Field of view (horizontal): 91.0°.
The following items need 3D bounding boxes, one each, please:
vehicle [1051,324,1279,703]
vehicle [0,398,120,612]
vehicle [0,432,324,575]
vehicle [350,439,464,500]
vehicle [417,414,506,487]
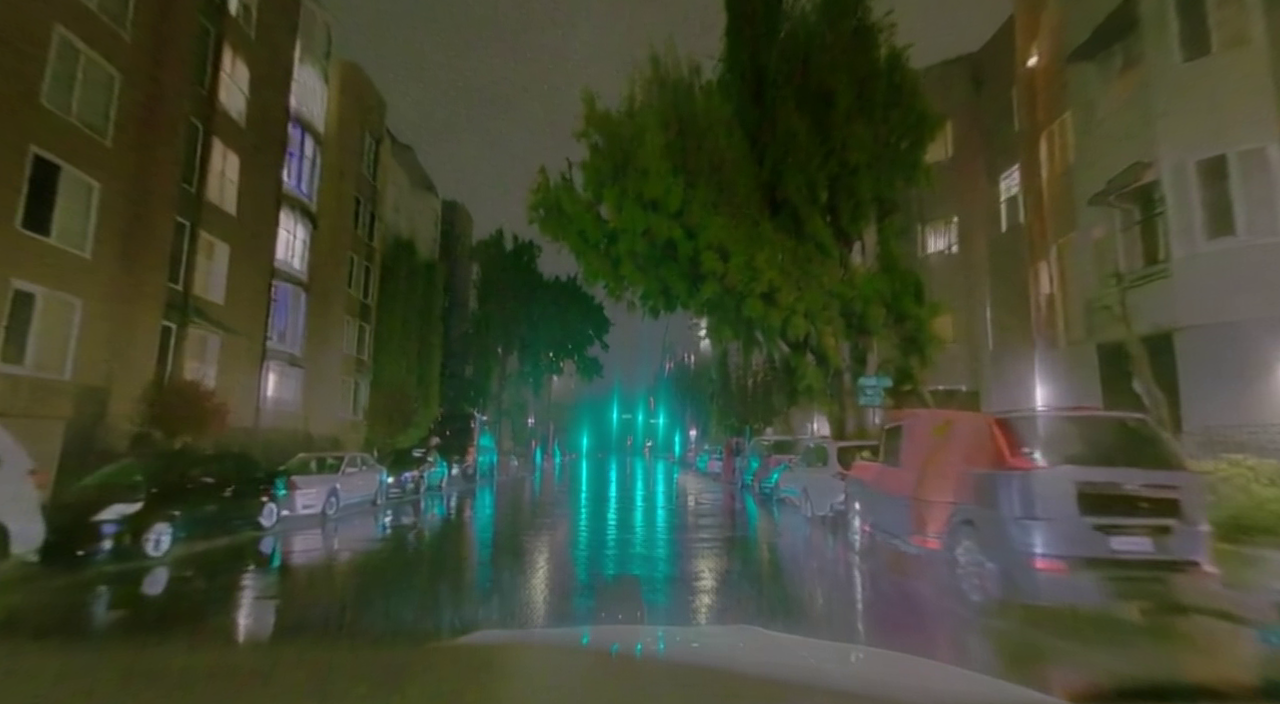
[{"bbox_3d":[3.922,0.644,1.526,2.214,1.885,5.268,0,-9,-1],"label":"vehicle"},{"bbox_3d":[-7.290,1.237,4.394,2.205,2.051,6.109,-3,-10,-1],"label":"vehicle"},{"bbox_3d":[-7.235,2.239,10.167,1.978,1.721,4.589,-1,-9,-2],"label":"vehicle"},{"bbox_3d":[-7.576,3.835,21.032,2.150,1.774,4.514,0,-9,-1],"label":"vehicle"},{"bbox_3d":[-7.497,4.263,27.218,2.294,2.707,6.199,-2,-9,-2],"label":"vehicle"}]
